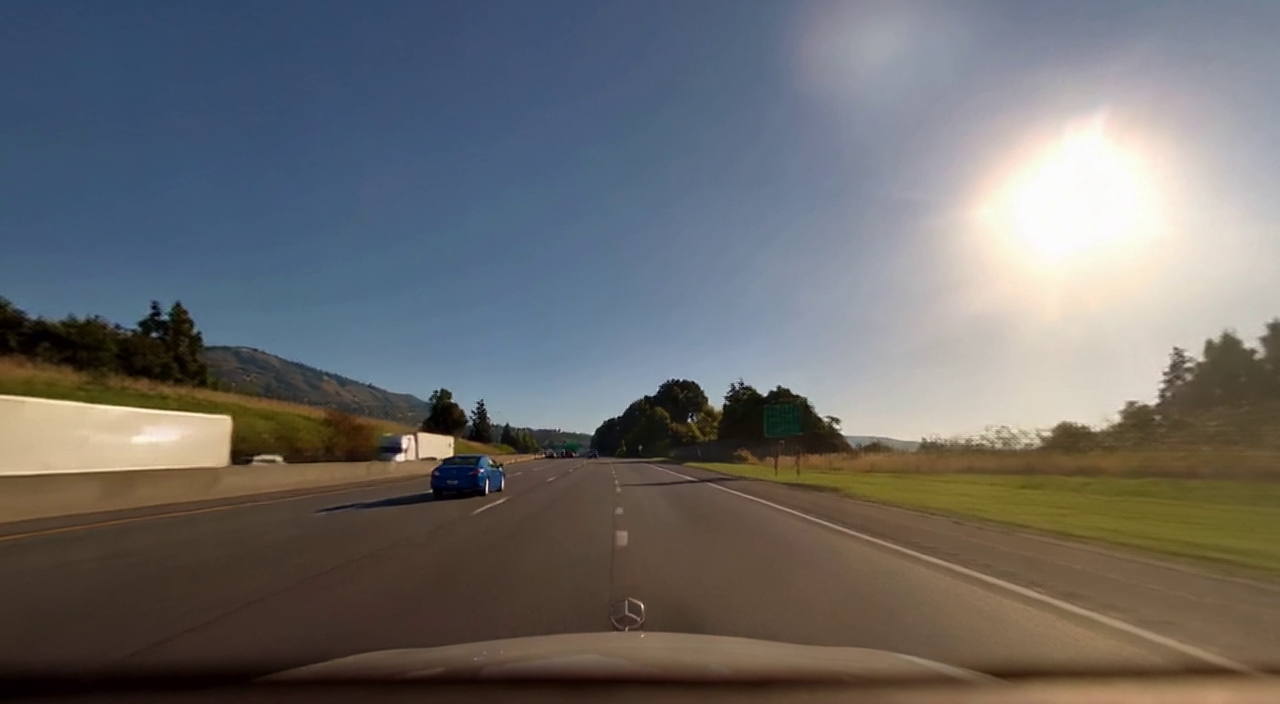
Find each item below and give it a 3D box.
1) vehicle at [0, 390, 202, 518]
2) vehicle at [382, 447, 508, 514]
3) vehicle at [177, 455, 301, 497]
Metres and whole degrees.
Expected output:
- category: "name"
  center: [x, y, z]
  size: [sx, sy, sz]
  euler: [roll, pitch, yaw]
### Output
- category: "vehicle"
  center: [-22.050, 3.644, 22.618]
  size: [2.901, 4.037, 14.315]
  euler: [0, -9, -2]
- category: "vehicle"
  center: [-4.934, 3.284, 16.606]
  size: [2.121, 1.537, 3.852]
  euler: [0, -9, -1]
- category: "vehicle"
  center: [-14.176, 4.370, 22.614]
  size: [1.915, 1.320, 3.976]
  euler: [0, -9, -1]
